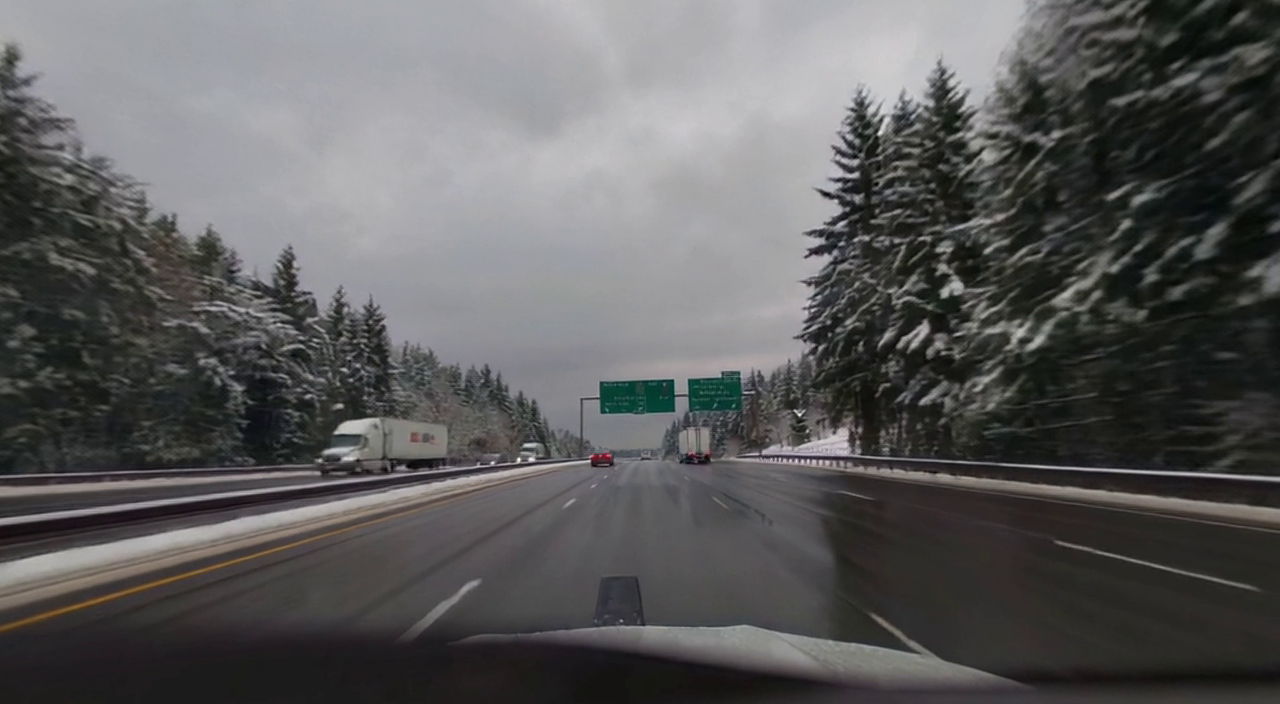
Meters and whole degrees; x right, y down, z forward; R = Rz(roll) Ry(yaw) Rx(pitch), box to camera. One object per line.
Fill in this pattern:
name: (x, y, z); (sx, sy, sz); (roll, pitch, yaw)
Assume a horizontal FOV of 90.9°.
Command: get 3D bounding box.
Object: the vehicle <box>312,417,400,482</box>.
vehicle: (-18.691, 6.455, 41.881); (3.008, 3.926, 5.831); (0, -9, 0)
